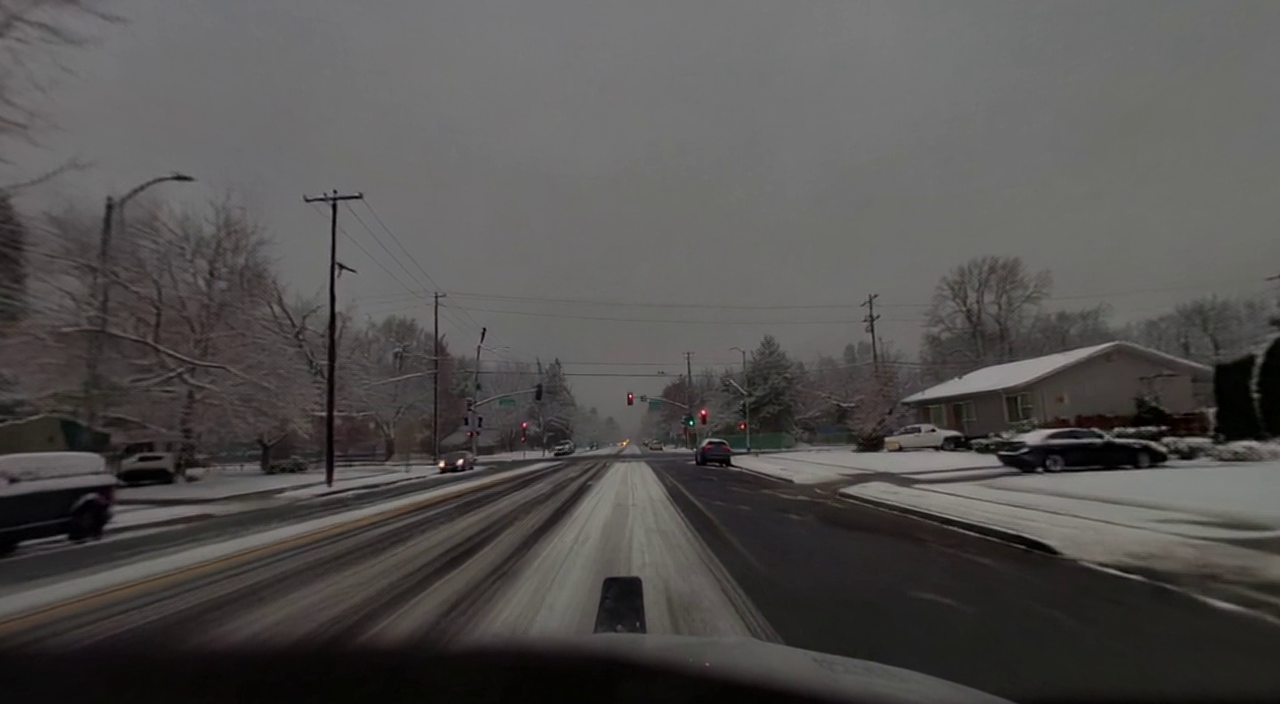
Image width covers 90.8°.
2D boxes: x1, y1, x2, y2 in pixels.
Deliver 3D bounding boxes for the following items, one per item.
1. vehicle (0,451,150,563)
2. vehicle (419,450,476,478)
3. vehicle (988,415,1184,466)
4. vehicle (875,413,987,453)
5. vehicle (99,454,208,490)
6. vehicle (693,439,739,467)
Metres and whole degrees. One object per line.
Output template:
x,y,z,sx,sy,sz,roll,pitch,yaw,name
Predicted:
-11.385,2.675,11.168,1.977,1.753,4.278,0,-8,-1,vehicle
-11.809,6.860,39.078,2.029,1.550,4.562,-1,-8,1,vehicle
13.473,2.714,19.292,4.564,1.437,1.796,0,-8,0,vehicle
14.340,4.030,31.337,4.500,1.875,2.046,0,-8,-1,vehicle
-23.633,5.826,30.814,3.775,1.531,1.847,-1,-8,-1,vehicle
4.251,5.769,36.145,1.963,1.477,4.804,0,-8,-1,vehicle
